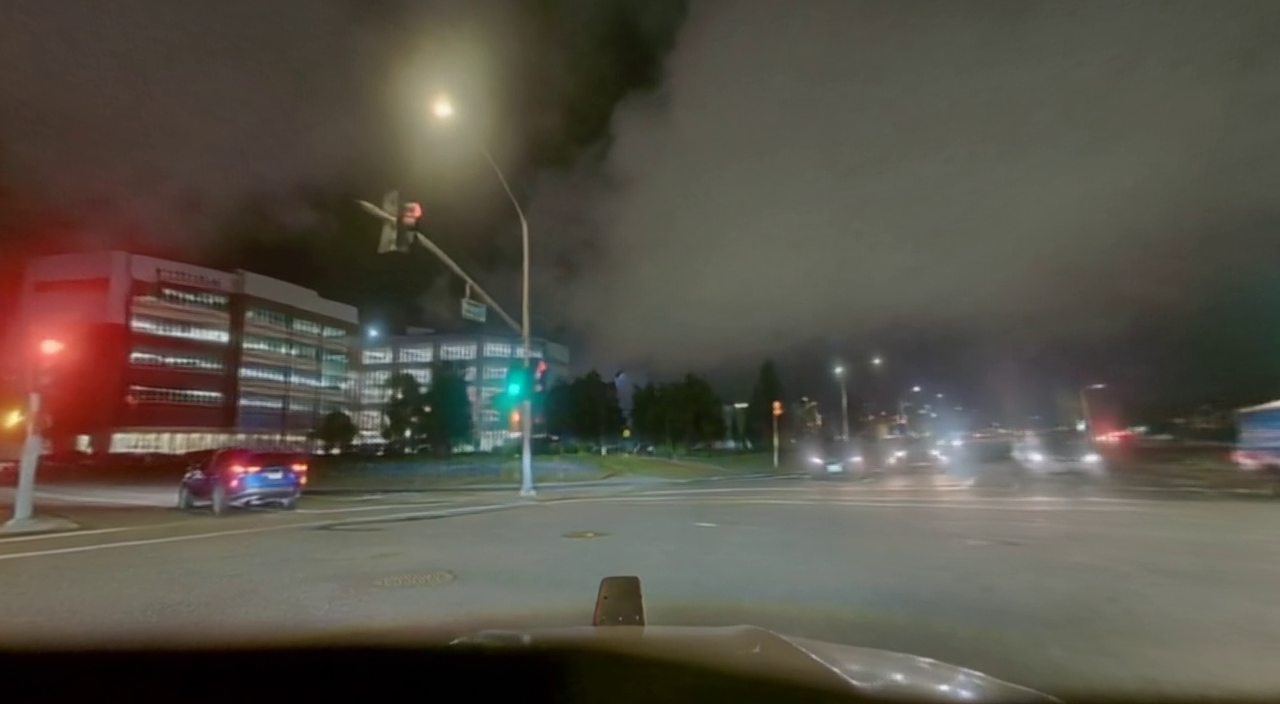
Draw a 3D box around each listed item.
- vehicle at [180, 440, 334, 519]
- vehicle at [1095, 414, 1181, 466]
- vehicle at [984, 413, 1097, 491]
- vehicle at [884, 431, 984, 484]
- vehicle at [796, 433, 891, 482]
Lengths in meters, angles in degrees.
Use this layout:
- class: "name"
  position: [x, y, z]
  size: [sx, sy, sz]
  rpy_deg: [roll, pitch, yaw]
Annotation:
- class: "vehicle"
  position: [-10.158, 3.231, 16.616]
  size: [4.445, 1.762, 2.238]
  rpy_deg: [-8, -12, 43]
- class: "vehicle"
  position: [22.989, 4.088, 29.430]
  size: [2.453, 2.122, 5.431]
  rpy_deg: [-5, -9, 32]
- class: "vehicle"
  position: [11.013, 2.684, 17.194]
  size: [2.162, 1.788, 4.602]
  rpy_deg: [-6, -10, 35]
- class: "vehicle"
  position: [9.832, 3.453, 20.936]
  size: [2.163, 1.529, 4.210]
  rpy_deg: [-6, -10, 35]
- class: "vehicle"
  position: [7.602, 3.846, 23.350]
  size: [2.005, 1.596, 4.342]
  rpy_deg: [-6, -10, 36]
